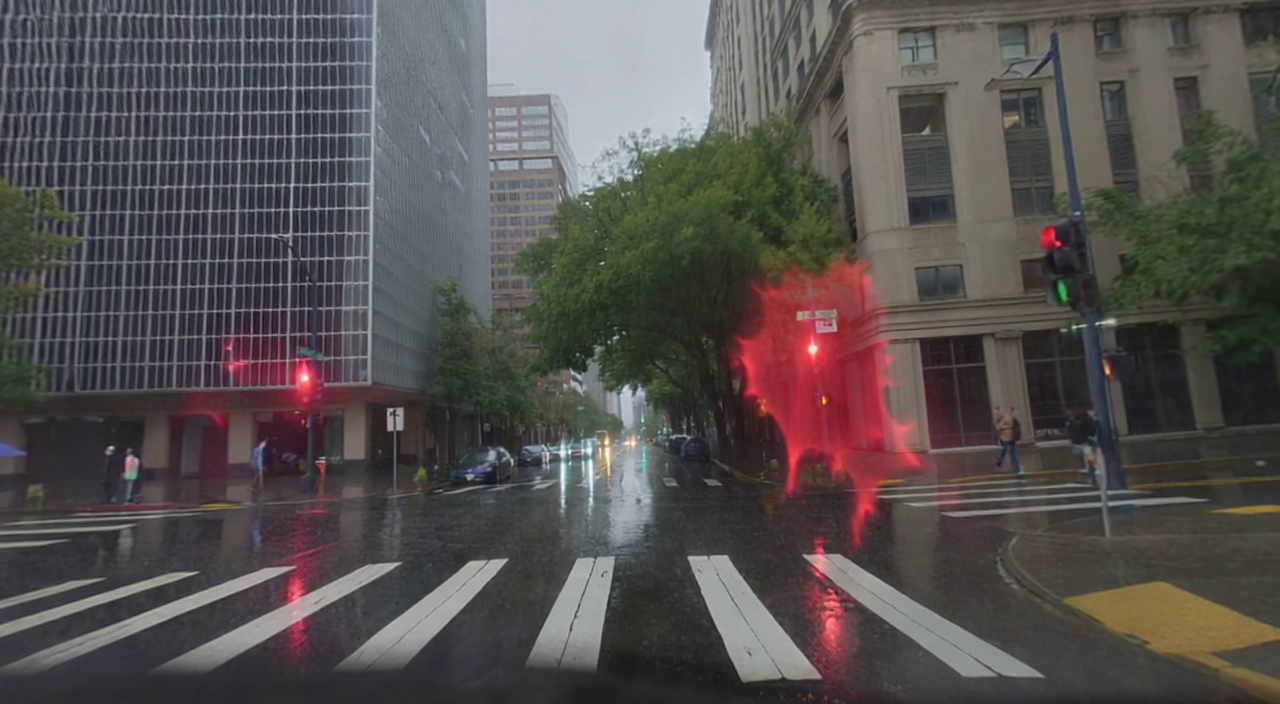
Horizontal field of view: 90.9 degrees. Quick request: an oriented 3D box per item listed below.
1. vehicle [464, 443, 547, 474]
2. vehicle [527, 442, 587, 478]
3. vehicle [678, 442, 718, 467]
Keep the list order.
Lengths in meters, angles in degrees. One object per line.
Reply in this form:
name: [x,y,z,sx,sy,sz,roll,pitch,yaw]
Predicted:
vehicle: [-8.034,6.367,38.004,4.526,1.726,1.963,8,-12,-44]
vehicle: [-3.667,4.830,28.568,1.989,1.481,4.500,0,-8,1]
vehicle: [3.532,6.280,38.868,1.853,1.426,4.160,1,-8,-3]
